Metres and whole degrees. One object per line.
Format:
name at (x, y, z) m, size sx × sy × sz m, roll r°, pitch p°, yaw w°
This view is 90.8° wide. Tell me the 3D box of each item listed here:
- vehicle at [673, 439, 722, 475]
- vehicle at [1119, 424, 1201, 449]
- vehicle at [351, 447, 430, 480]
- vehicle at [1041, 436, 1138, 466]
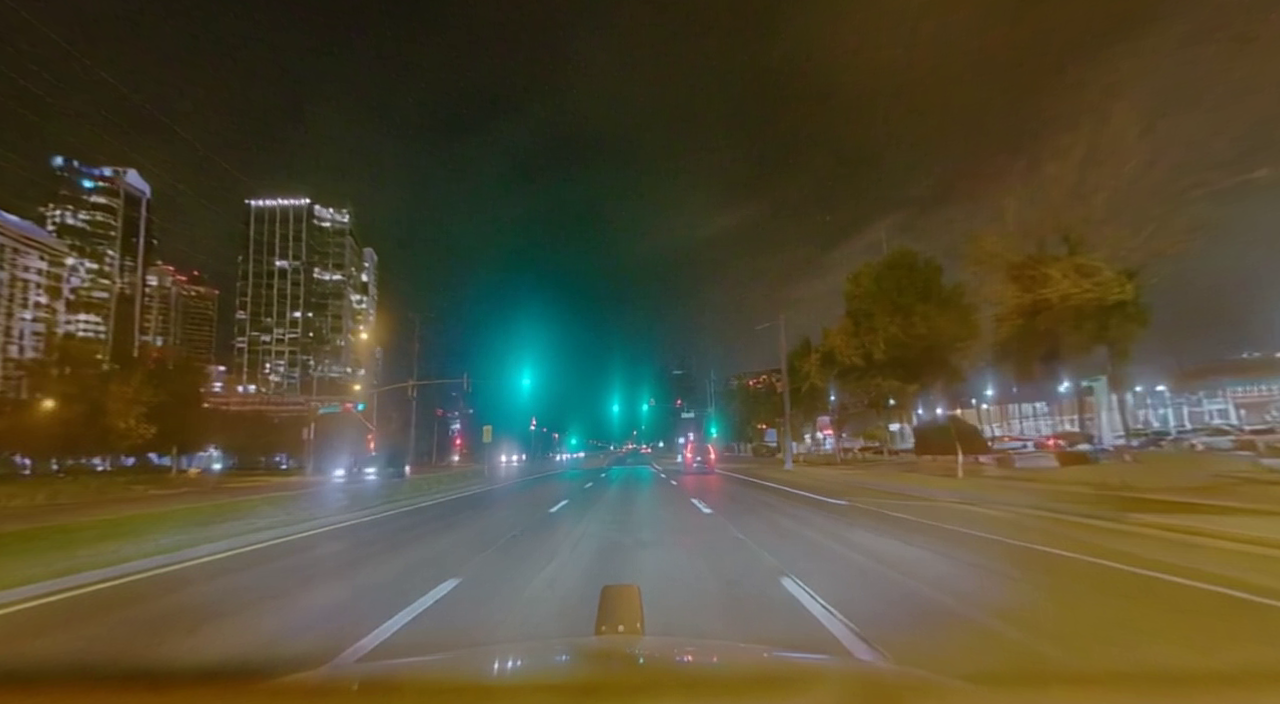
vehicle at (3.007, 5.604, 33.944) m, size 2.069 × 1.761 × 4.610 m, roll 0°, pitch -9°, yaw -2°
vehicle at (35.045, 5.771, 42.729) m, size 1.909 × 1.576 × 4.216 m, roll 1°, pitch -9°, yaw 0°
vehicle at (-12.194, 5.474, 31.263) m, size 2.005 × 1.493 × 4.682 m, roll 0°, pitch -9°, yaw 0°
vehicle at (22.538, 4.973, 31.774) m, size 3.536 × 1.412 × 1.727 m, roll 0°, pitch -9°, yaw -1°
